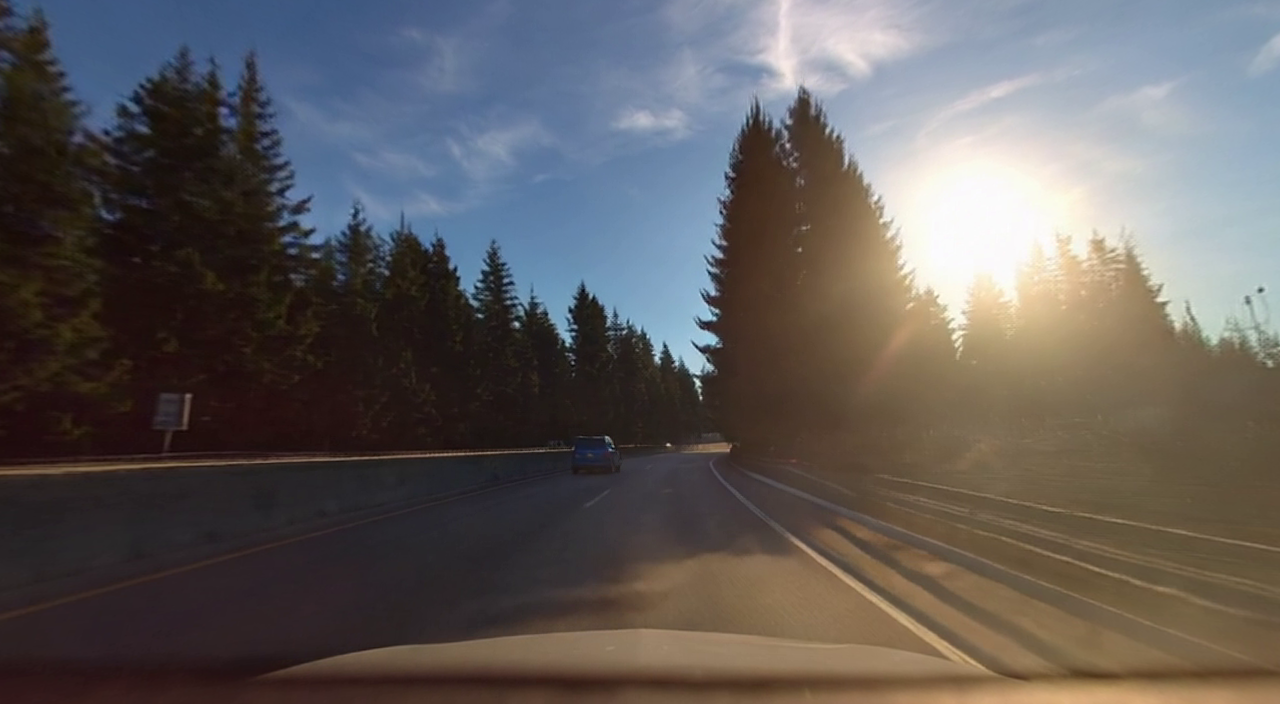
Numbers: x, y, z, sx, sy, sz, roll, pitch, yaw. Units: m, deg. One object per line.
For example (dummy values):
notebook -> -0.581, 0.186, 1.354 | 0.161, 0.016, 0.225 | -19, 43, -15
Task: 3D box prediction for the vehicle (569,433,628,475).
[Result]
vehicle -> -1.801, 4.671, 28.972 | 2.005, 1.752, 4.479 | -1, -8, 5
